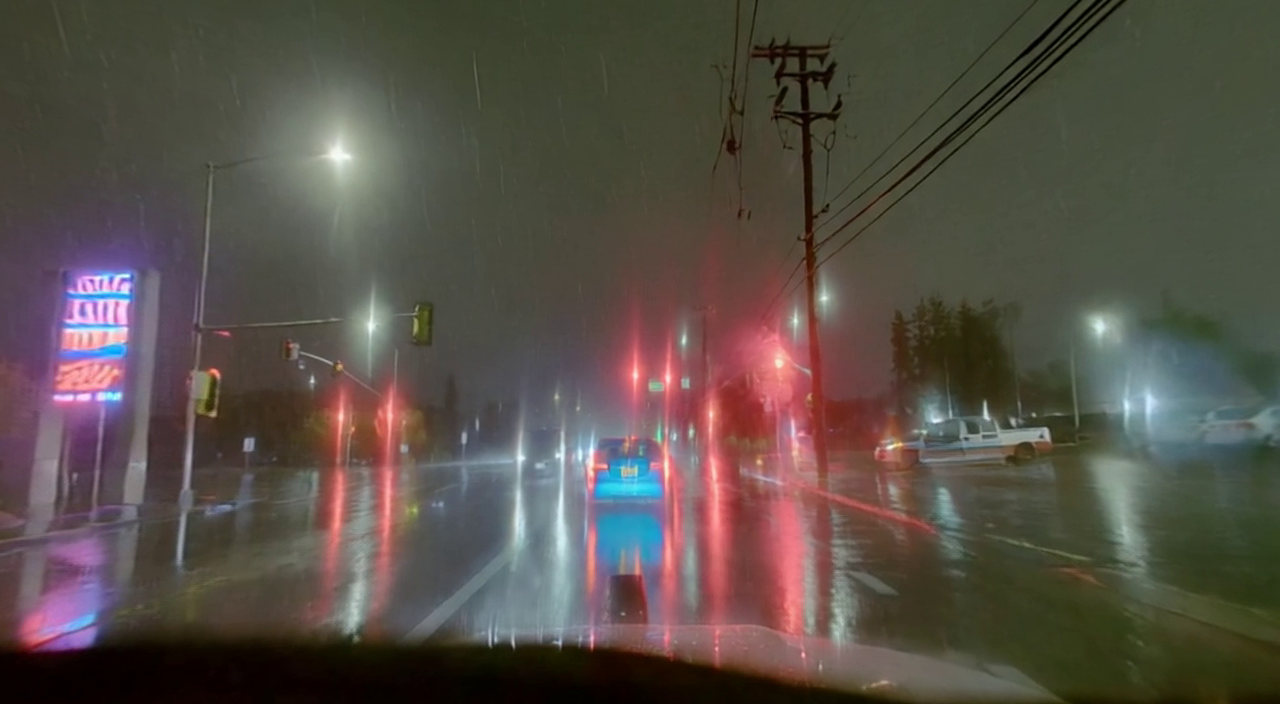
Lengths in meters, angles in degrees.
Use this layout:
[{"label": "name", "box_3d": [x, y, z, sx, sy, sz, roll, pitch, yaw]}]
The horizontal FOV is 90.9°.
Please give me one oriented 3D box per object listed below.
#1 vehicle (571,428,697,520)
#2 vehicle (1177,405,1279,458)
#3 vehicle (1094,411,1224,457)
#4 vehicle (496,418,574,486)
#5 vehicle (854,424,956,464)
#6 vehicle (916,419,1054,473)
[{"label": "vehicle", "box_3d": [-0.167, 2.325, 12.559, 2.070, 1.481, 4.216, 0, -8, -2]}, {"label": "vehicle", "box_3d": [19.542, 2.568, 20.177, 4.129, 1.512, 2.003, 4, -9, -27]}, {"label": "vehicle", "box_3d": [18.652, 2.952, 22.626, 4.446, 1.511, 1.977, 4, -10, -29]}, {"label": "vehicle", "box_3d": [-3.148, 3.119, 19.863, 2.106, 1.852, 4.512, 1, -8, -6]}, {"label": "vehicle", "box_3d": [10.587, 3.732, 25.642, 1.842, 1.471, 4.481, 1, -8, -6]}, {"label": "vehicle", "box_3d": [10.467, 2.912, 19.581, 1.888, 1.455, 4.268, 0, -8, 1]}]
